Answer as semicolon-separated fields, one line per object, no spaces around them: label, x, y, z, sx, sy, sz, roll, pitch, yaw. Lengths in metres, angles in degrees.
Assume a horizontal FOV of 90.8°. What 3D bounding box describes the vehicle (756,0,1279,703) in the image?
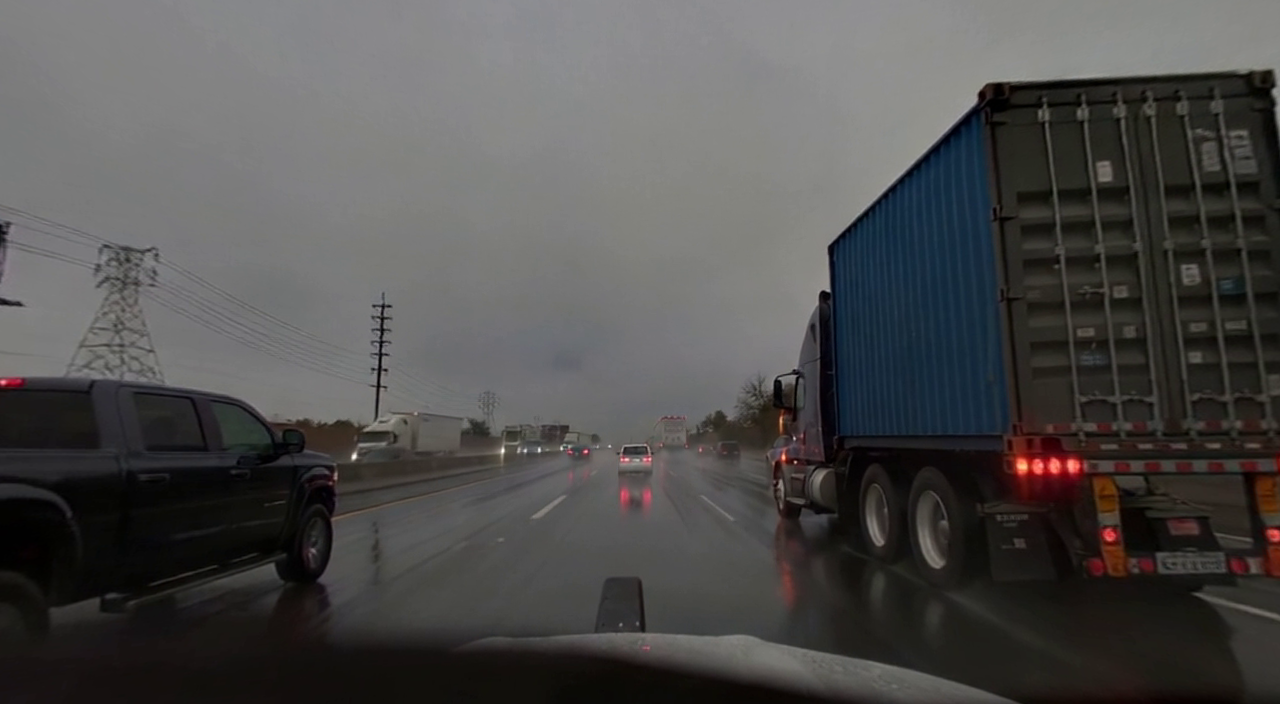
vehicle;3.428;0.295;5.957;3.013;3.940;7.933;0;-9;-1

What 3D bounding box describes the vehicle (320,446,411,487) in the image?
vehicle;-10.571;4.438;24.689;1.850;1.453;3.853;0;-9;-1

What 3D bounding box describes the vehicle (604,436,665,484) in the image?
vehicle;-0.208;4.207;24.769;2.191;1.685;4.015;0;-9;-1

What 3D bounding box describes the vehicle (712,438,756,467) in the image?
vehicle;6.882;7.445;46.906;2.302;1.973;5.502;0;-9;-2

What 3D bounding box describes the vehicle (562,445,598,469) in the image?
vehicle;-3.995;7.035;42.631;2.025;1.498;4.675;0;-9;0

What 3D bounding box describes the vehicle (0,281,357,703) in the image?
vehicle;-4.031;0.773;3.206;2.323;2.046;6.006;0;-9;1
